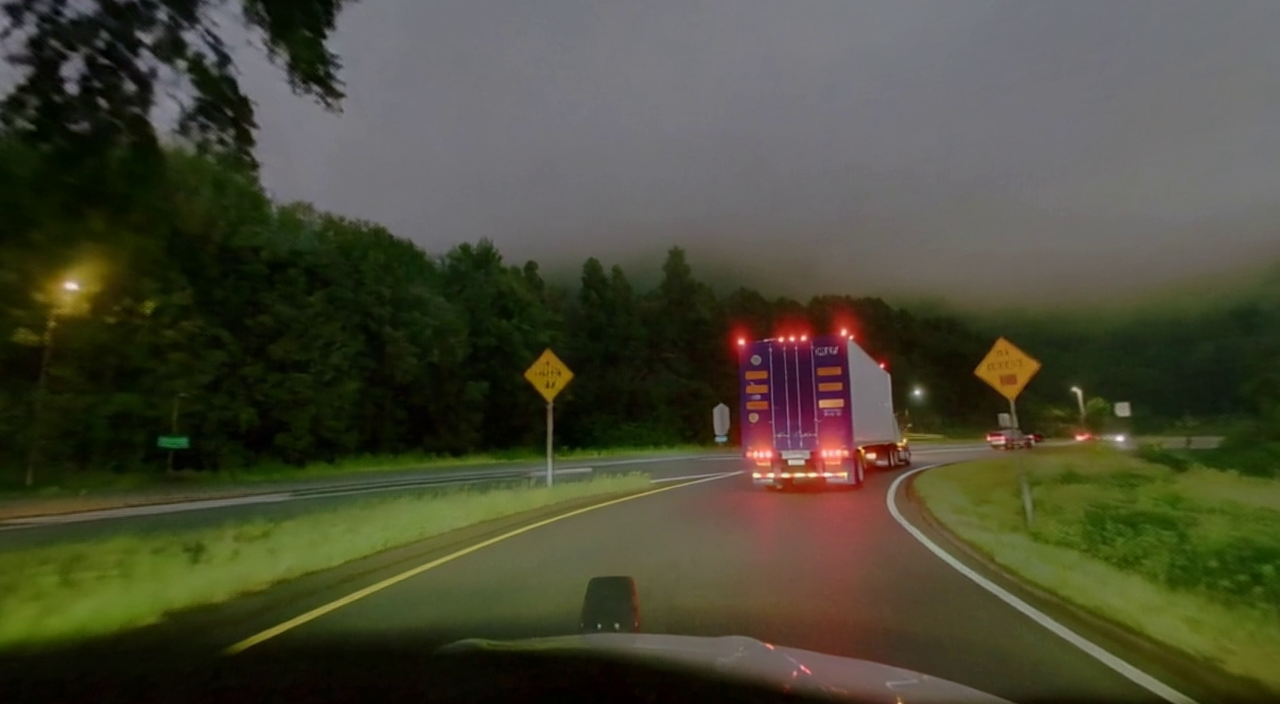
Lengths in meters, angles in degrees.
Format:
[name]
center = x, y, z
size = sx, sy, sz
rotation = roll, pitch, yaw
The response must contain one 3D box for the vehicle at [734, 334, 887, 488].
[vehicle]
center = 5.756, 2.009, 19.718
size = 2.937, 3.647, 9.344
rotation = -4, -9, 24
